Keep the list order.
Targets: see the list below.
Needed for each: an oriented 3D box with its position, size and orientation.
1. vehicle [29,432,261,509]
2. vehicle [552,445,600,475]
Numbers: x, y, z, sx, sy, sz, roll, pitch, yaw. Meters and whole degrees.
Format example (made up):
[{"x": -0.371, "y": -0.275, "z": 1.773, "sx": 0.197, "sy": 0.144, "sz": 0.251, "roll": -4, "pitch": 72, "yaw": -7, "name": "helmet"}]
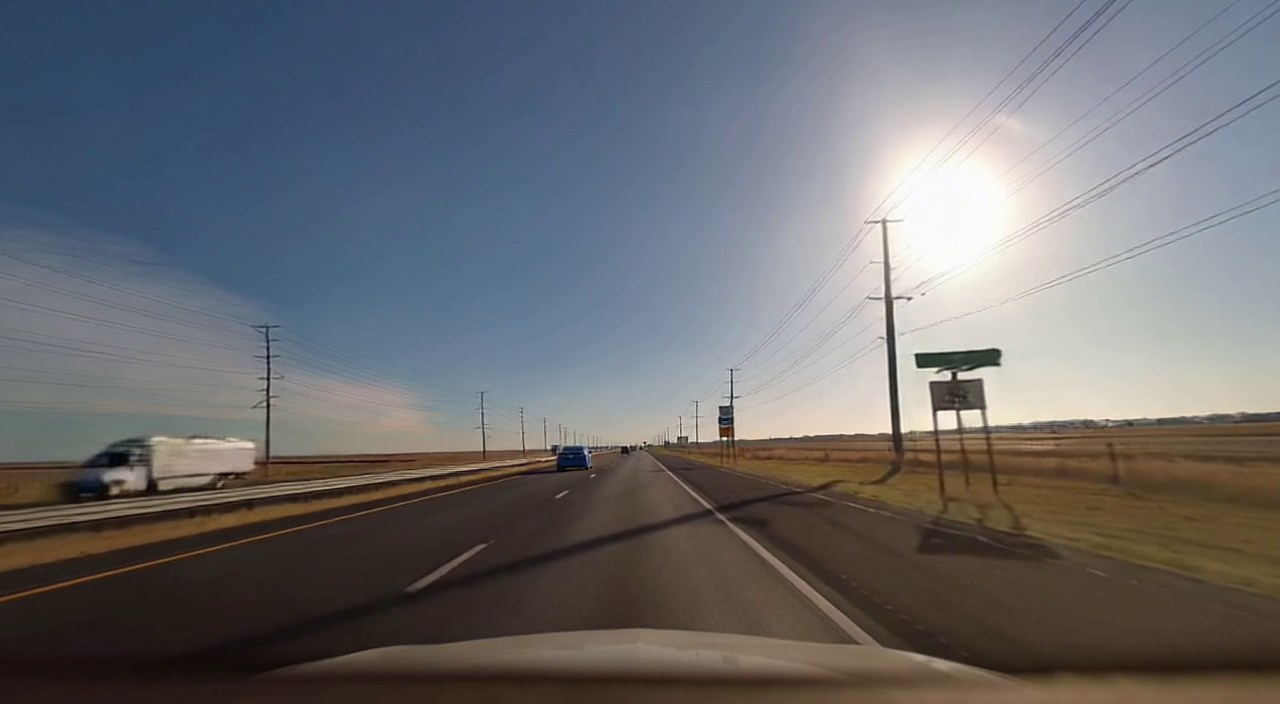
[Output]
[{"x": -25.127, "y": 6.070, "z": 33.267, "sx": 3.258, "sy": 3.325, "sz": 10.964, "roll": 0, "pitch": -9, "yaw": 1, "name": "vehicle"}, {"x": -3.451, "y": 5.956, "z": 34.905, "sx": 2.106, "sy": 1.543, "sz": 4.465, "roll": 0, "pitch": -9, "yaw": 1, "name": "vehicle"}]
